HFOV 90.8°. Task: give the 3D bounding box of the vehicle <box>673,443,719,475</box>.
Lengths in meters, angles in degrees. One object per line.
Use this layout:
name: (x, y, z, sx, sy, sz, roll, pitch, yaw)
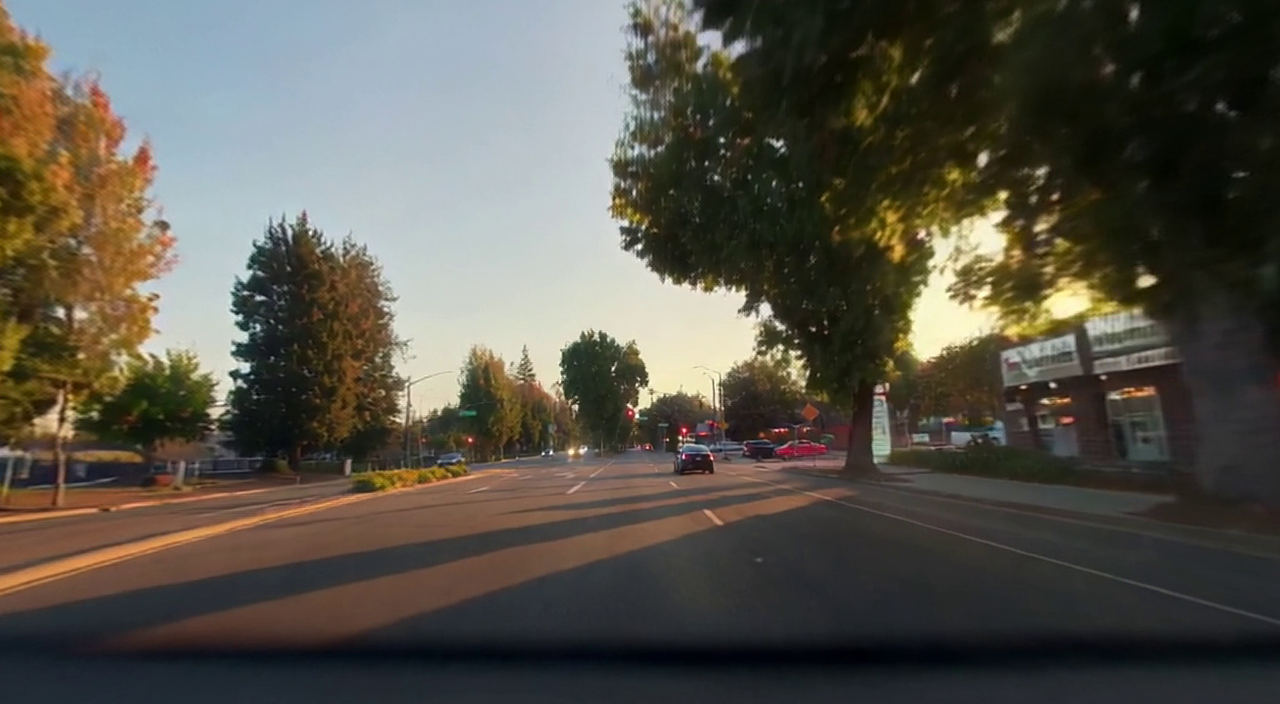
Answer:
vehicle: (2.951, 5.696, 33.929, 1.961, 1.580, 4.020, 0, -9, -2)
